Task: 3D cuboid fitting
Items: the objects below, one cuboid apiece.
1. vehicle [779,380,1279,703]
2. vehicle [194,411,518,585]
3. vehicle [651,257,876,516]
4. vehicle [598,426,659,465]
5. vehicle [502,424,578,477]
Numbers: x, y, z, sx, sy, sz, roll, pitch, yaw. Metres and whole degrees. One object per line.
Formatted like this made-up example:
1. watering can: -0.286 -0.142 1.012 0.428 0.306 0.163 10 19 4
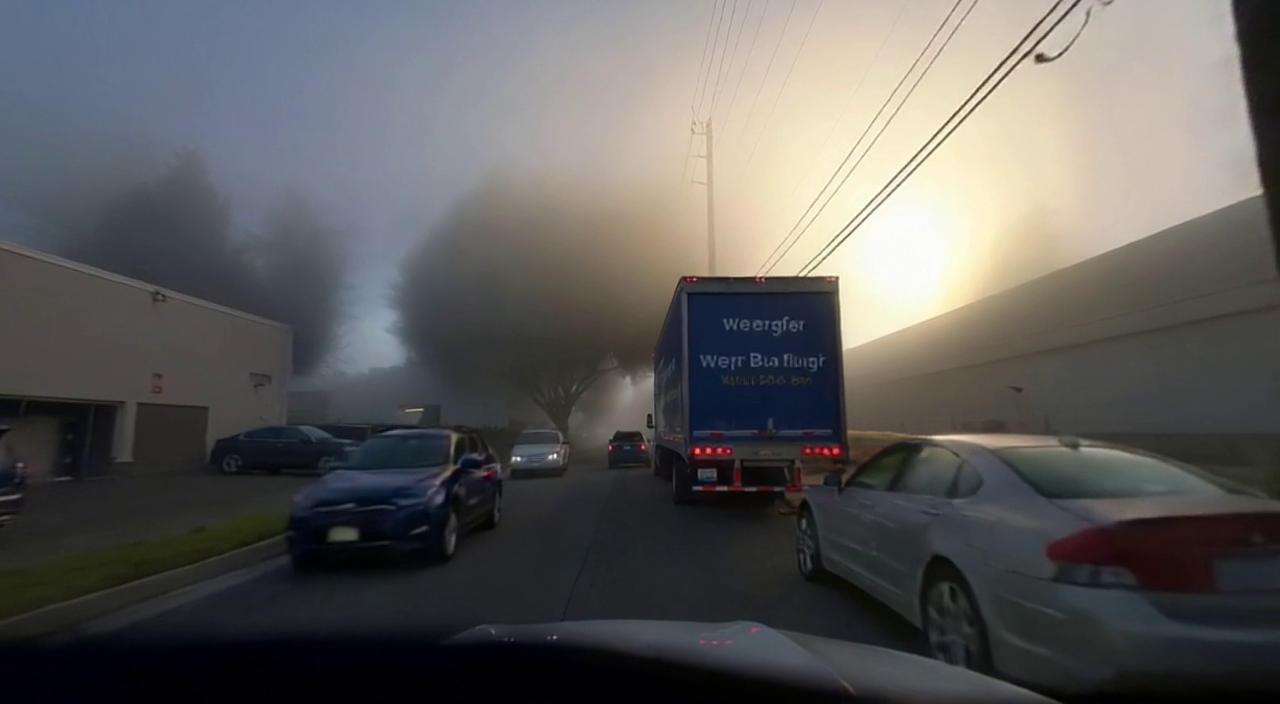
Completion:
1. vehicle: 2.387 1.126 4.404 1.866 1.531 3.579 0 -8 -2
2. vehicle: -2.910 1.579 7.742 2.033 1.508 4.298 0 -8 -1
3. vehicle: 2.042 1.462 17.175 2.865 4.113 14.471 0 -8 -1
4. vehicle: -0.390 3.909 26.405 2.160 1.498 3.909 -1 -8 5
5. vehicle: -3.039 3.059 19.863 1.780 1.488 4.043 0 -8 -1
